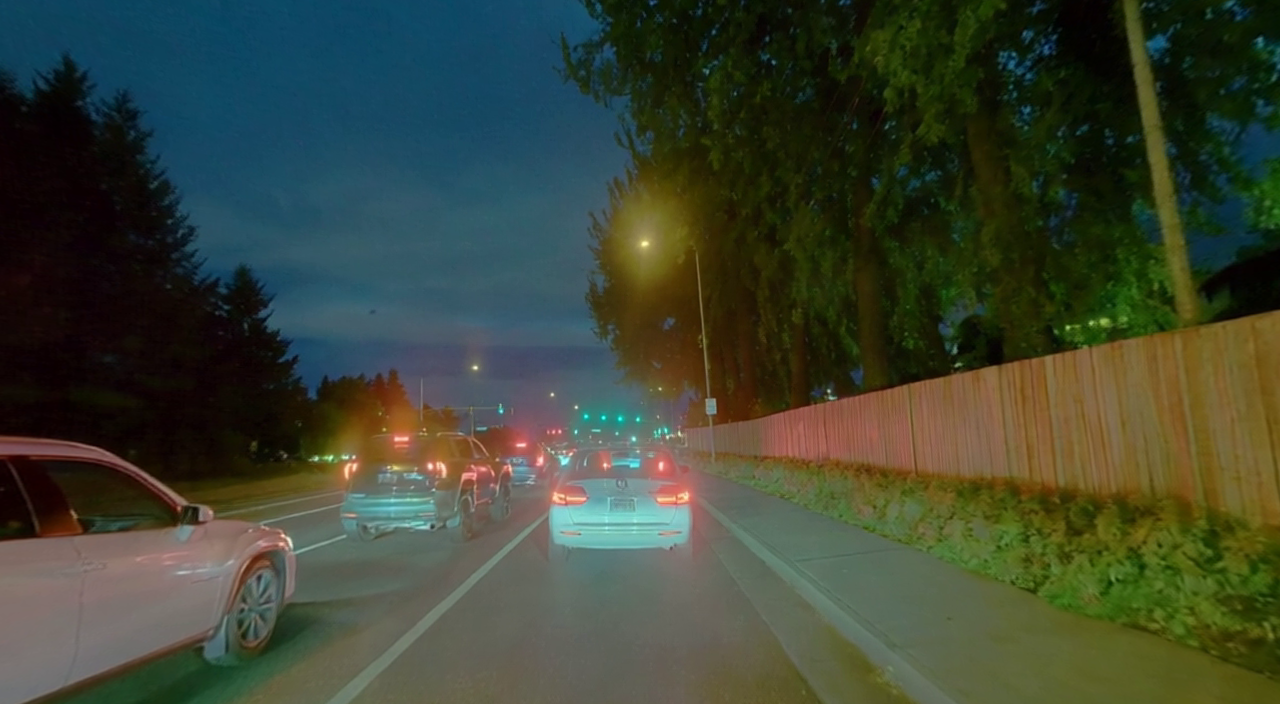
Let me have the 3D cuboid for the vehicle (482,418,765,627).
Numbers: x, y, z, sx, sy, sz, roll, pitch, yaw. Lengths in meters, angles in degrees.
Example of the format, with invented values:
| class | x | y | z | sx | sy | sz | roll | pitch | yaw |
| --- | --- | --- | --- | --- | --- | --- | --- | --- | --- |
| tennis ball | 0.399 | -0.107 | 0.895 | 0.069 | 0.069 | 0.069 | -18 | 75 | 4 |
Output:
| class | x | y | z | sx | sy | sz | roll | pitch | yaw |
| --- | --- | --- | --- | --- | --- | --- | --- | --- | --- |
| vehicle | -0.143 | 1.493 | 6.451 | 1.995 | 1.460 | 3.865 | 0 | -8 | -1 |

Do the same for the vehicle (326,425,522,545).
| class | x | y | z | sx | sy | sz | roll | pitch | yaw |
| --- | --- | --- | --- | --- | --- | --- | --- | --- | --- |
| vehicle | -3.229 | 2.041 | 10.263 | 1.850 | 1.582 | 3.688 | 0 | -8 | 0 |

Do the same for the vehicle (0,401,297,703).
| class | x | y | z | sx | sy | sz | roll | pitch | yaw |
| --- | --- | --- | --- | --- | --- | --- | --- | --- | --- |
| vehicle | -3.152 | 0.853 | 1.569 | 1.980 | 1.520 | 4.636 | 0 | -8 | 0 |
